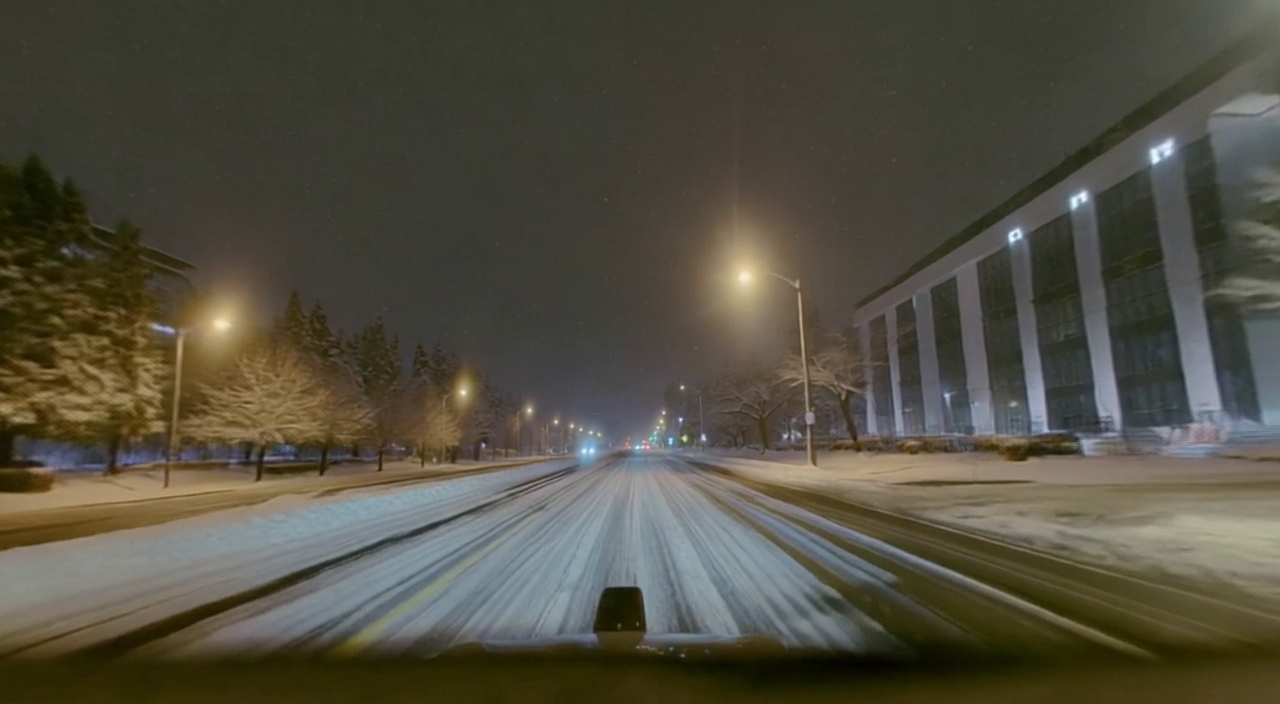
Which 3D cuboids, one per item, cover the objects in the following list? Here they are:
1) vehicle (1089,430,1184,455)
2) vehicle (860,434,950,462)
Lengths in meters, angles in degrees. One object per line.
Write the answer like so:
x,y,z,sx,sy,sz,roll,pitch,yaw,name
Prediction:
30.213,5.518,38.508,4.324,1.472,1.711,0,-8,-1,vehicle
17.291,6.292,41.356,4.938,1.729,2.098,1,-8,-4,vehicle
